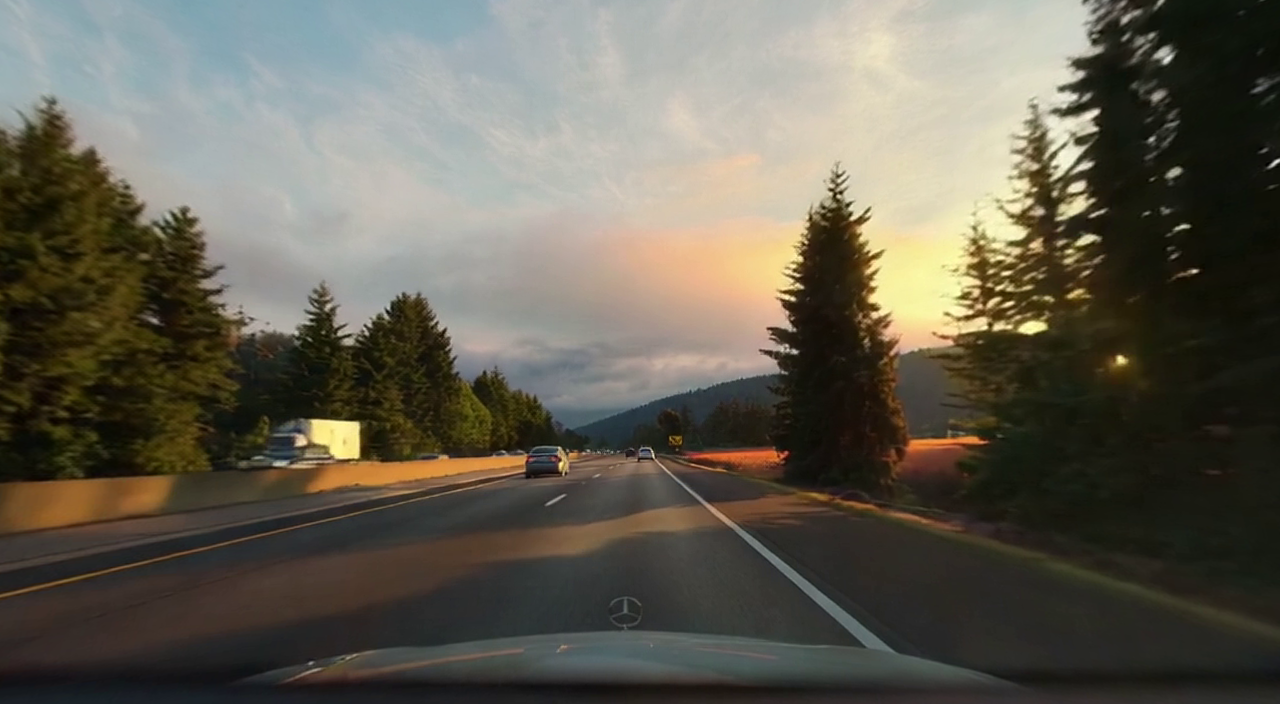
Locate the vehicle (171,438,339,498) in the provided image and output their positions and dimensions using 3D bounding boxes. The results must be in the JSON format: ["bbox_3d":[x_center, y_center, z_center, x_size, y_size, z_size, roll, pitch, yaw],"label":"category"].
[{"bbox_3d":[-12.877,3.920,21.664,2.276,1.778,5.392,-1,-9,1],"label":"vehicle"}]

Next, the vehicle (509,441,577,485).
[{"bbox_3d":[-3.953,4.621,26.505,2.095,1.664,4.305,0,-9,1],"label":"vehicle"}]
